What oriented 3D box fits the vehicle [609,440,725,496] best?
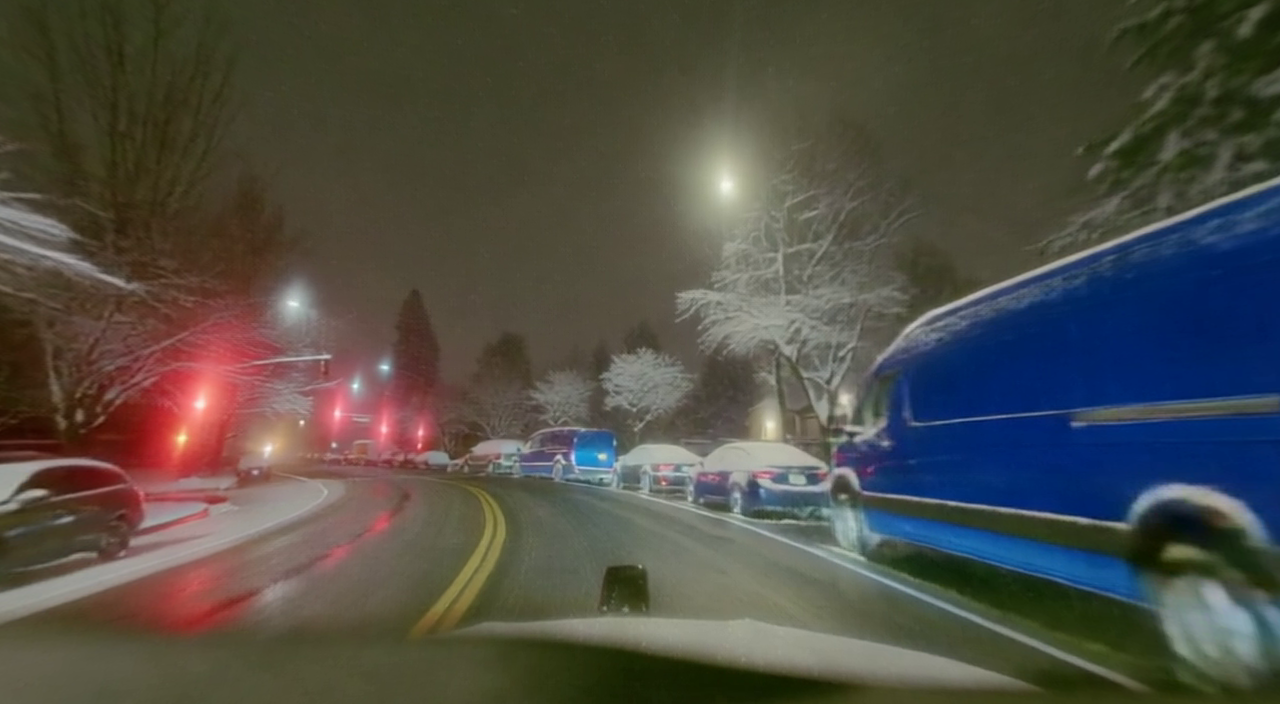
[{"bbox_3d":[0.653,3.473,19.308,1.957,1.479,4.554,3,-9,-20],"label":"vehicle"}]

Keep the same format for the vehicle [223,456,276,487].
[{"bbox_3d":[-21.367,6.460,34.386,1.950,1.489,4.214,5,-10,-37],"label":"vehicle"}]

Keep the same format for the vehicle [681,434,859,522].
[{"bbox_3d":[2.411,2.498,13.143,1.961,1.456,4.569,1,-9,-11],"label":"vehicle"}]

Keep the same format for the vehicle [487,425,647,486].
[{"bbox_3d":[-3.790,4.670,28.630,3.041,2.164,10.370,3,-10,-32],"label":"vehicle"}]

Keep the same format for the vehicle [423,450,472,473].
[{"bbox_3d":[-12.977,7.328,42.327,1.804,1.453,4.462,6,-10,-35],"label":"vehicle"}]

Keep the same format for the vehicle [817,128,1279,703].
[{"bbox_3d":[3.960,0.643,5.120,2.406,2.689,6.916,0,-9,-5],"label":"vehicle"}]

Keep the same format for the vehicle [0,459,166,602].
[{"bbox_3d":[-8.102,2.108,7.744,1.985,1.485,3.820,1,-9,-9],"label":"vehicle"}]
